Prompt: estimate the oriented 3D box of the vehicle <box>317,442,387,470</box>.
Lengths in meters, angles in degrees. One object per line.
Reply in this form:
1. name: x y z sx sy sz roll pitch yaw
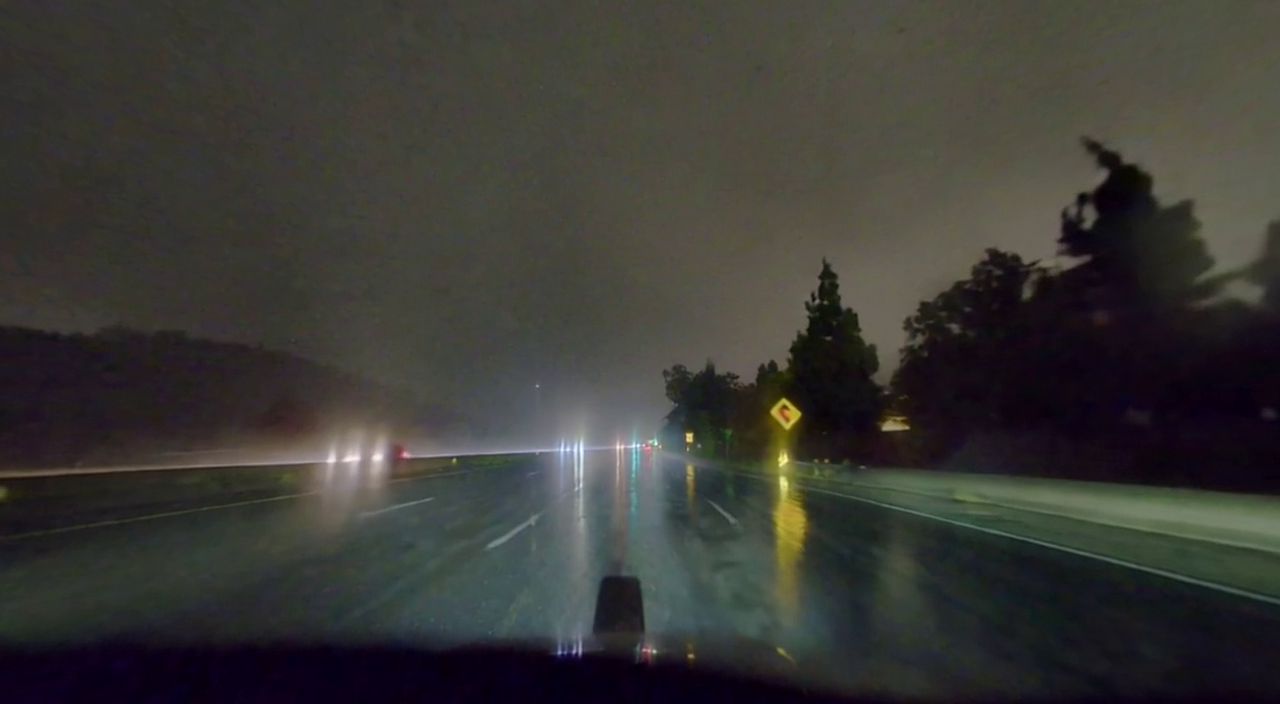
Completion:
1. vehicle: -17.314 6.274 38.250 1.948 1.531 4.783 0 -9 0
